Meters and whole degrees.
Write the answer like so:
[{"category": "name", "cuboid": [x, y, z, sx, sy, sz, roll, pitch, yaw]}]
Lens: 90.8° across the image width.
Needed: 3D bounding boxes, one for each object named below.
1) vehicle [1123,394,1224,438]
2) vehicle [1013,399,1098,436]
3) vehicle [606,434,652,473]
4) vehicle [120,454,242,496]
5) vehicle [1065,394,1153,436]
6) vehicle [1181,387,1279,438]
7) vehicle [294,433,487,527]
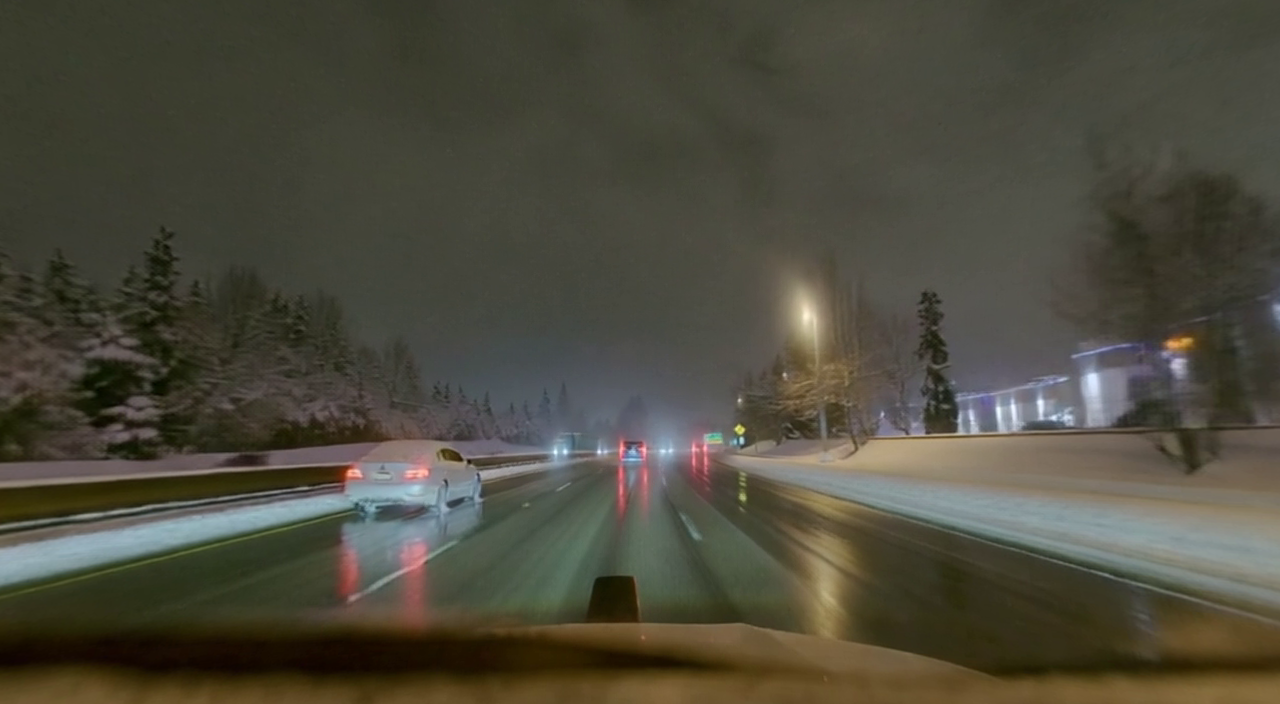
[{"category": "vehicle", "cuboid": [22.338, 2.712, 26.430, 4.068, 1.664, 1.917, 6, -9, -31]}, {"category": "vehicle", "cuboid": [21.649, 3.473, 32.867, 4.431, 1.699, 2.022, 6, -10, -34]}, {"category": "vehicle", "cuboid": [-0.503, 5.313, 33.276, 2.155, 1.856, 4.796, -1, -9, 2]}, {"category": "vehicle", "cuboid": [-18.073, 4.829, 25.134, 1.822, 1.472, 3.879, -1, -9, 2]}, {"category": "vehicle", "cuboid": [21.739, 2.990, 29.228, 4.418, 1.698, 2.046, 7, -11, -38]}, {"category": "vehicle", "cuboid": [22.391, 2.346, 23.716, 4.353, 1.698, 2.034, 6, -11, -36]}, {"category": "vehicle", "cuboid": [-4.569, 2.405, 12.467, 1.907, 1.483, 4.562, 0, -9, 0]}]
